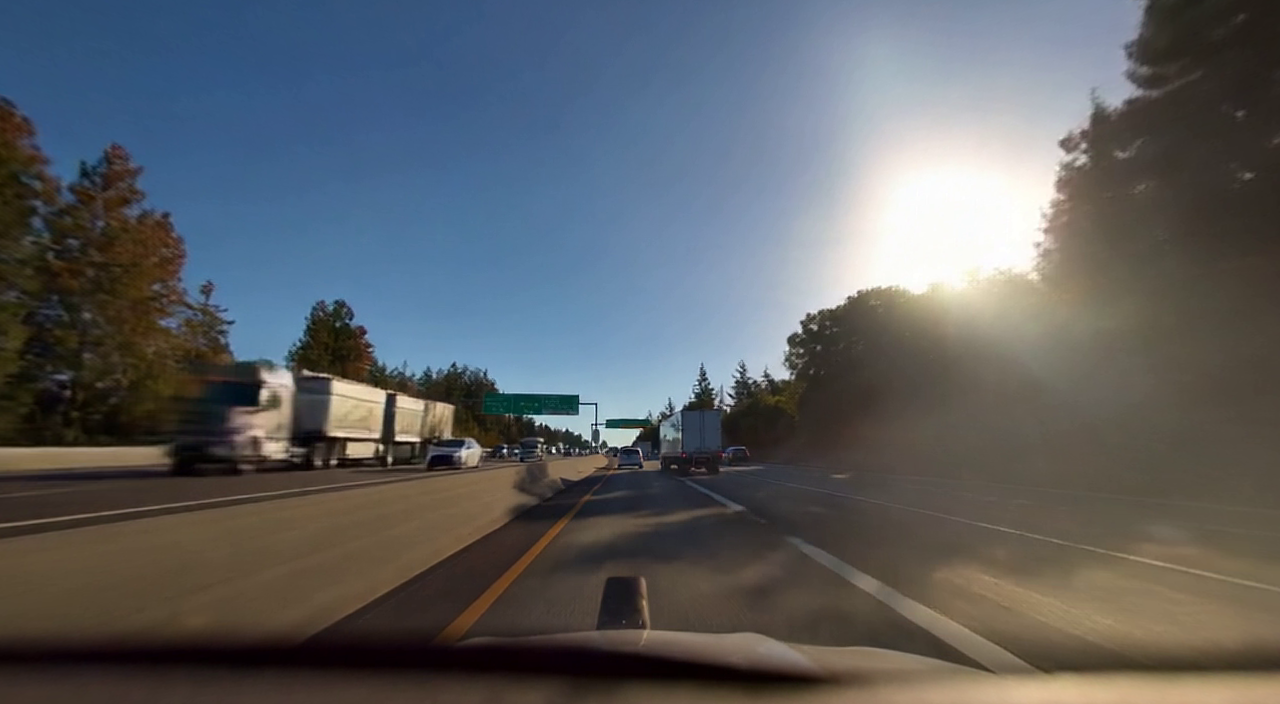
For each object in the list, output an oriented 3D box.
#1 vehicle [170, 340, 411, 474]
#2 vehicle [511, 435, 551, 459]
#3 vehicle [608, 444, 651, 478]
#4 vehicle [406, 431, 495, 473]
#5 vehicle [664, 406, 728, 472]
[{"bbox_3d":[-11.885,2.362,23.246,2.937,3.843,10.296,0,-9,0],"label":"vehicle"},{"bbox_3d":[-8.154,7.192,47.550,2.099,1.725,5.303,0,-9,-1],"label":"vehicle"},{"bbox_3d":[-0.563,5.644,32.829,2.111,1.599,3.859,0,-9,-1],"label":"vehicle"},{"bbox_3d":[-7.438,4.026,25.387,1.993,1.486,5.318,0,-9,0],"label":"vehicle"},{"bbox_3d":[3.674,6.288,44.929,2.931,4.009,12.800,0,-9,-2],"label":"vehicle"}]
